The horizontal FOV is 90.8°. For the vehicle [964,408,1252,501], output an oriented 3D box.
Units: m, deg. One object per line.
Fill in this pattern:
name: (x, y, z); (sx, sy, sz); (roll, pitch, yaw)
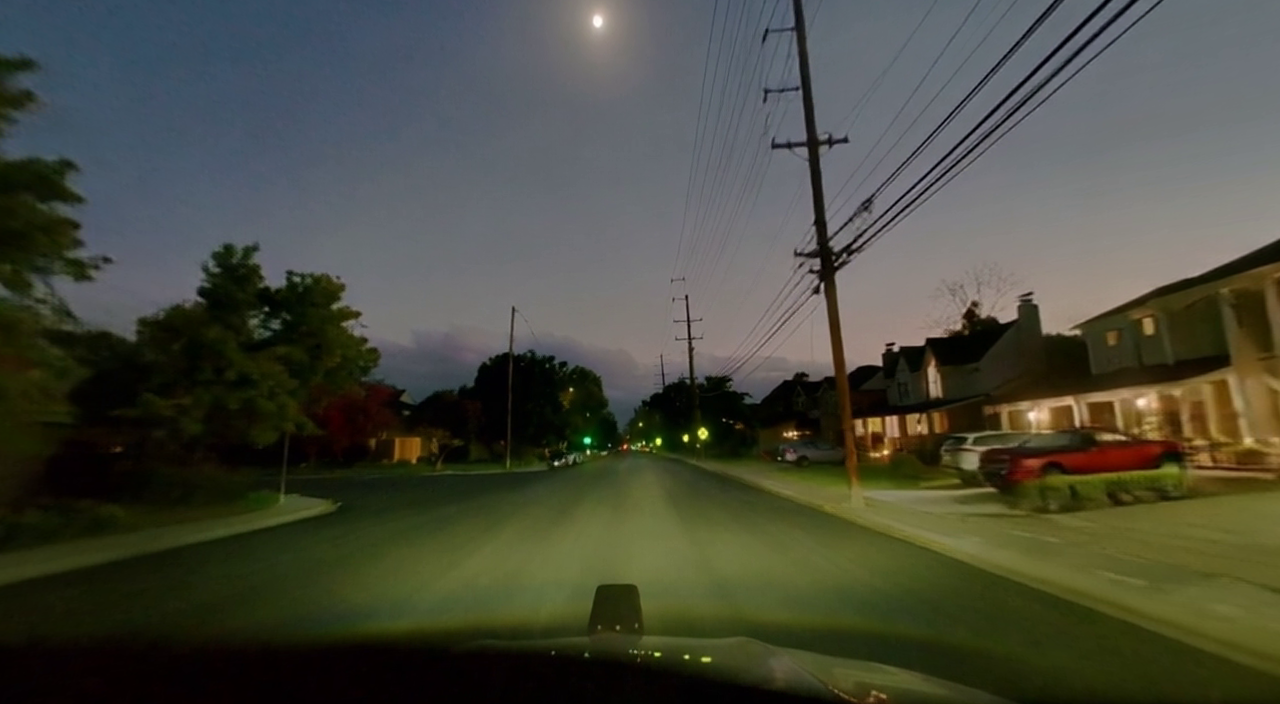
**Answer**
vehicle: (10.241, 2.294, 14.230); (4.686, 1.786, 2.019); (-3, -8, 5)

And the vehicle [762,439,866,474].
vehicle: (9.135, 5.533, 33.585); (4.846, 1.577, 2.146); (-2, -8, 0)

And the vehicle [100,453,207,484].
vehicle: (-27.028, 6.464, 35.204); (4.360, 1.582, 1.920); (0, -7, -2)
